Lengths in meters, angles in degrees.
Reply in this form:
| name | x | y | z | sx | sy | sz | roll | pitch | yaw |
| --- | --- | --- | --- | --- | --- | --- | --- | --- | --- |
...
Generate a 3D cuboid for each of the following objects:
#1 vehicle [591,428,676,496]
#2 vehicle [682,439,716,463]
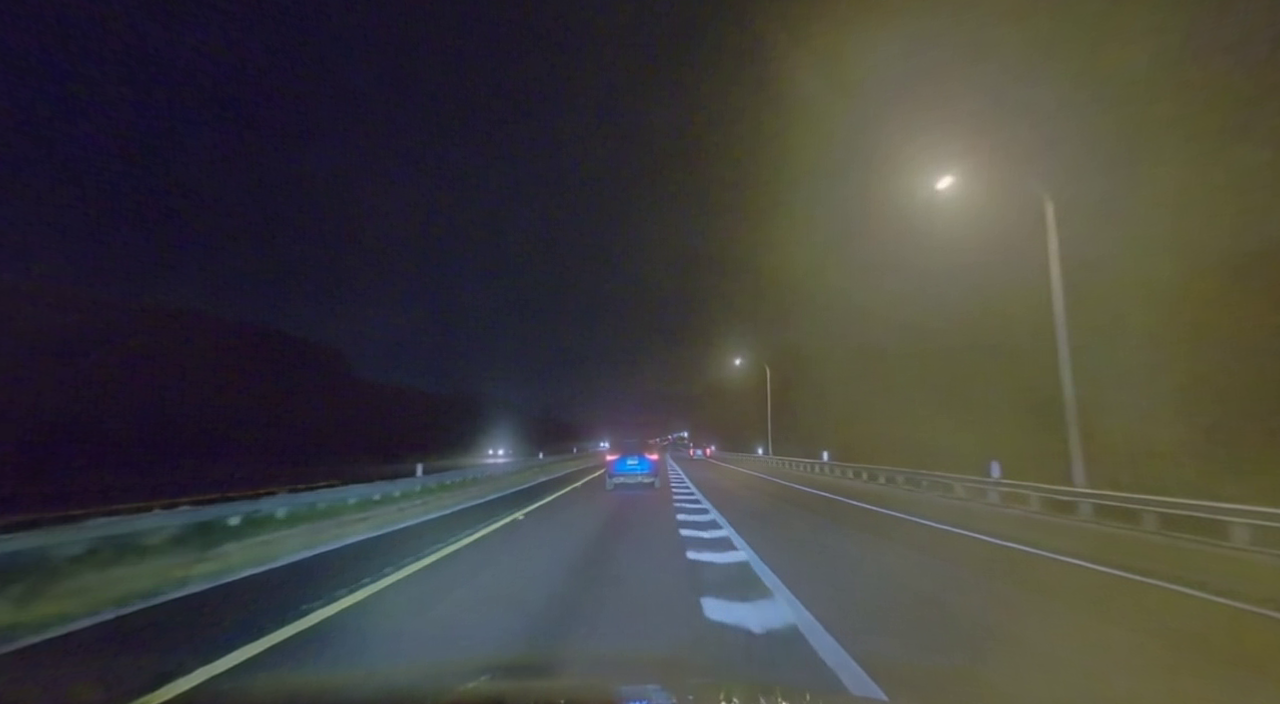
| name | x | y | z | sx | sy | sz | roll | pitch | yaw |
| --- | --- | --- | --- | --- | --- | --- | --- | --- | --- |
| vehicle | -0.096 | 3.101 | 18.119 | 2.143 | 1.693 | 4.513 | -1 | -8 | 2 |
| vehicle | 4.186 | 7.149 | 45.437 | 2.073 | 1.621 | 3.993 | 0 | -8 | 0 |
